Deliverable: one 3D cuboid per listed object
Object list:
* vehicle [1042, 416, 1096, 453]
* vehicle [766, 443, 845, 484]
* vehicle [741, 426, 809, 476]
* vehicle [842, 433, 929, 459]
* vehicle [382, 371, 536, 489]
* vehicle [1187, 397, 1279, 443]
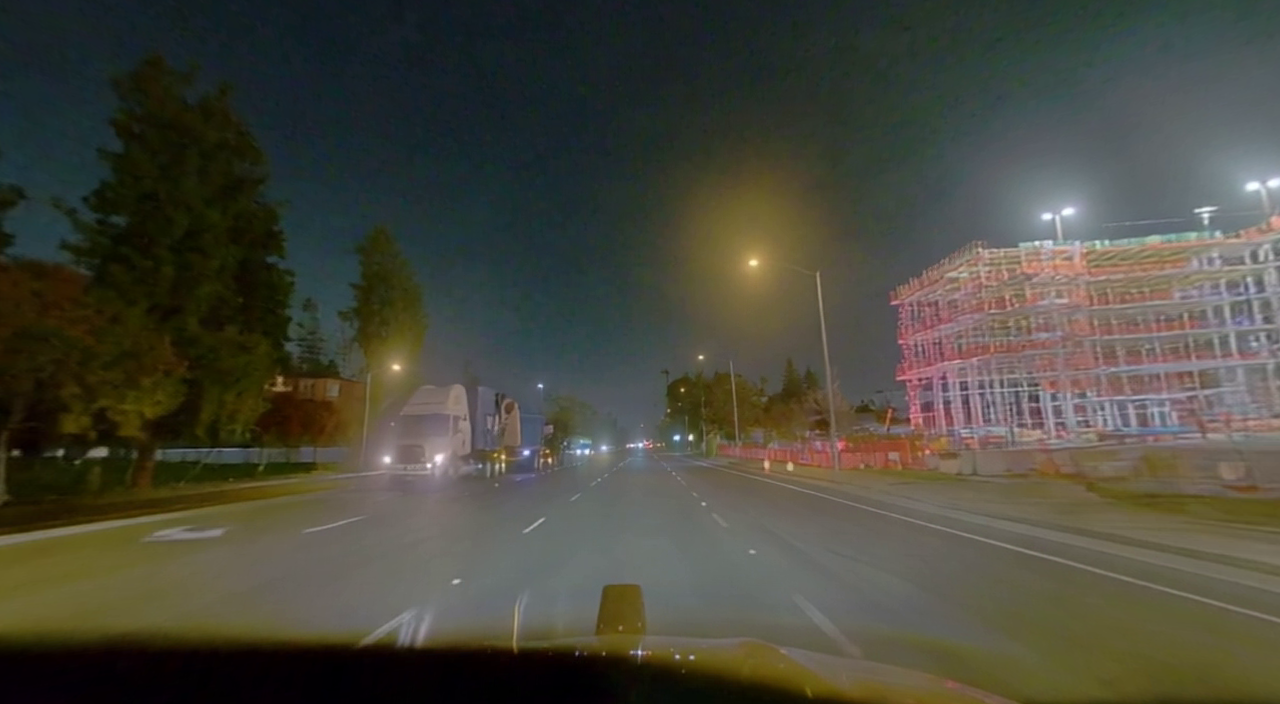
[{"bbox_3d":[23.237,4.542,34.168,2.078,1.823,5.181,-5,-10,31],"label":"vehicle"},{"bbox_3d":[6.601,4.471,25.604,1.933,1.488,4.736,0,-8,0],"label":"vehicle"},{"bbox_3d":[6.673,4.968,31.785,2.233,2.269,5.757,0,-8,1],"label":"vehicle"},{"bbox_3d":[16.003,6.128,41.069,4.775,1.610,2.147,1,-8,-2],"label":"vehicle"},{"bbox_3d":[-7.012,3.407,26.666,3.071,3.982,10.729,0,-8,1],"label":"vehicle"},{"bbox_3d":[29.953,3.345,30.453,4.720,2.131,2.111,0,-8,0],"label":"vehicle"}]
